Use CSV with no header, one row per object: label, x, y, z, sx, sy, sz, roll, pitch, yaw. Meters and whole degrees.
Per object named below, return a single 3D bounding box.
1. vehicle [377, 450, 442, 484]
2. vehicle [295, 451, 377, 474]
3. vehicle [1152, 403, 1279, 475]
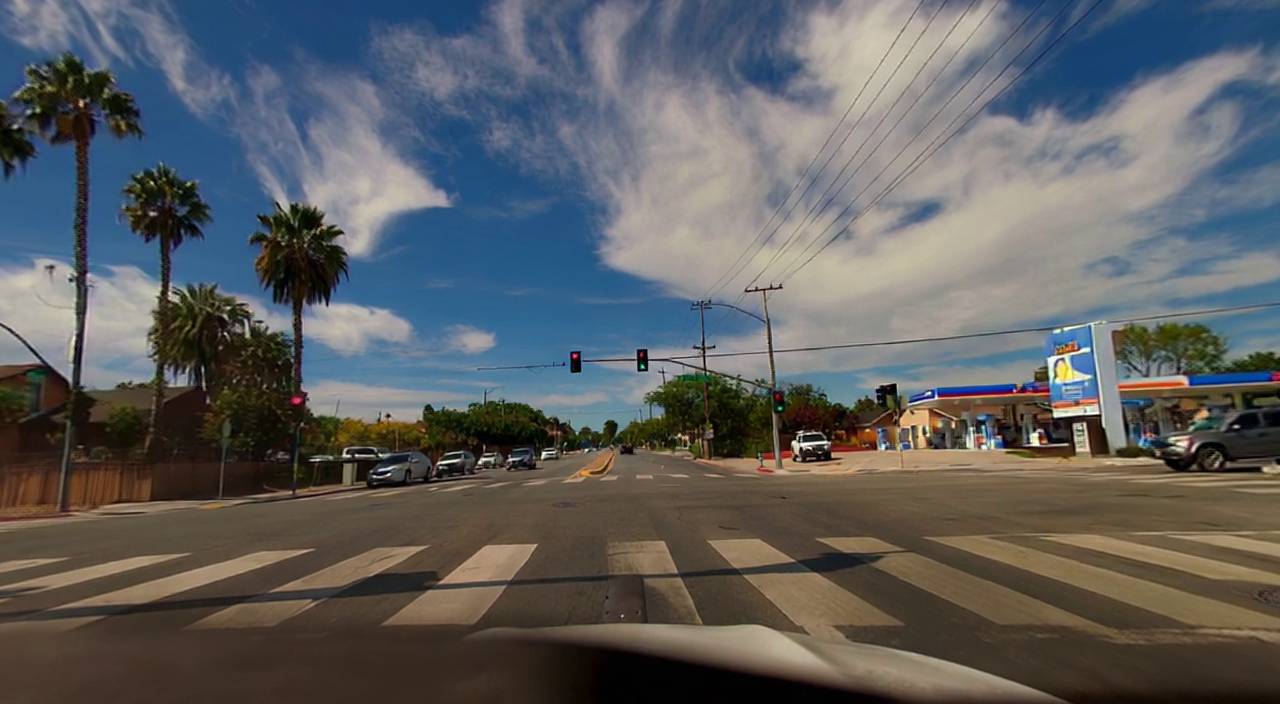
vehicle,-13.030,6.480,36.012,2.009,1.777,4.559,0,-9,-1
vehicle,-20.939,7.600,43.594,4.672,1.469,1.816,0,-9,-2
vehicle,17.378,2.390,17.312,5.086,1.817,1.952,0,-9,-5
